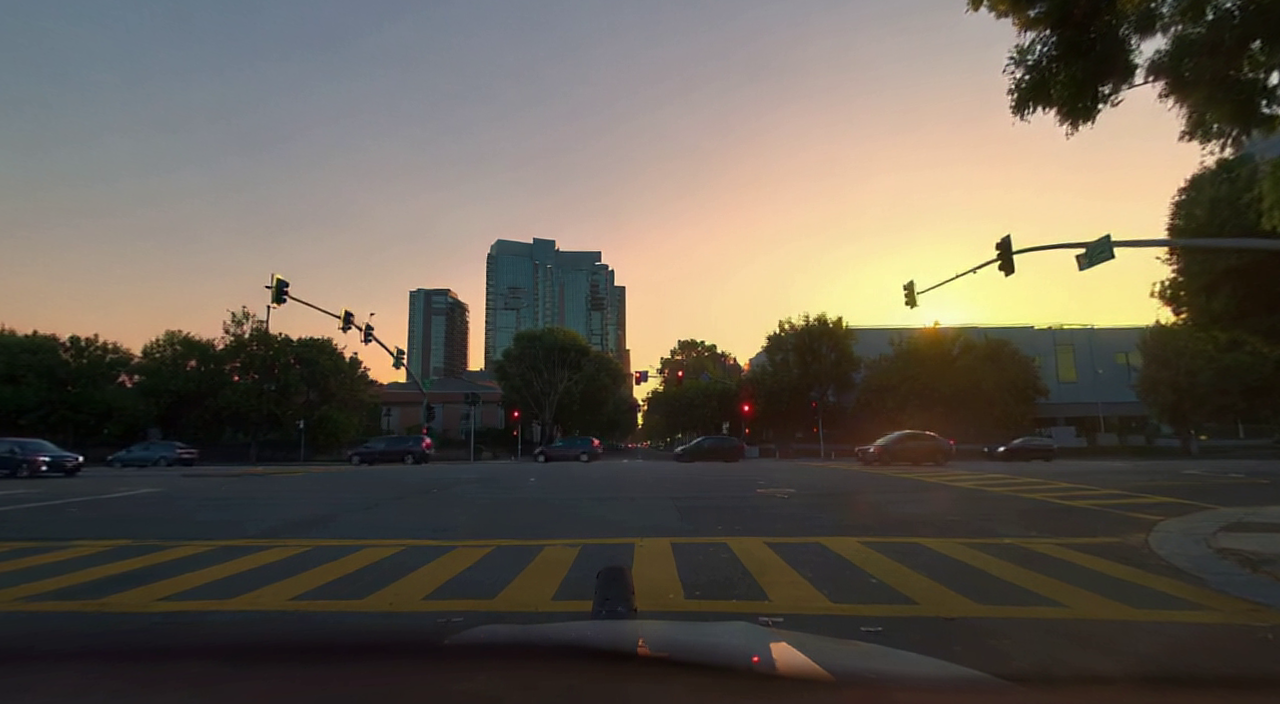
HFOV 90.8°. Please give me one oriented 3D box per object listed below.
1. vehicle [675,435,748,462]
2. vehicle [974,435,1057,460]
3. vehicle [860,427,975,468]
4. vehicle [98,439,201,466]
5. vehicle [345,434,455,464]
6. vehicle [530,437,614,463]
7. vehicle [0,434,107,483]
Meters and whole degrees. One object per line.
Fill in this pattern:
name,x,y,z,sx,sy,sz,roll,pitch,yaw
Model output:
vehicle,4.584,6.238,41.020,4.488,1.667,1.869,-1,-9,1
vehicle,23.887,6.078,40.289,4.100,1.509,1.853,0,-9,0
vehicle,13.035,4.486,29.777,4.662,1.764,2.064,2,-9,-18
vehicle,-28.687,5.872,37.017,4.519,1.476,1.767,0,-9,0
vehicle,-15.276,6.190,40.421,6.133,1.833,2.155,-1,-9,1
vehicle,-3.969,5.777,37.264,4.724,1.452,1.870,0,-9,1
vehicle,-21.956,3.715,22.154,4.624,1.593,2.018,0,-9,0
